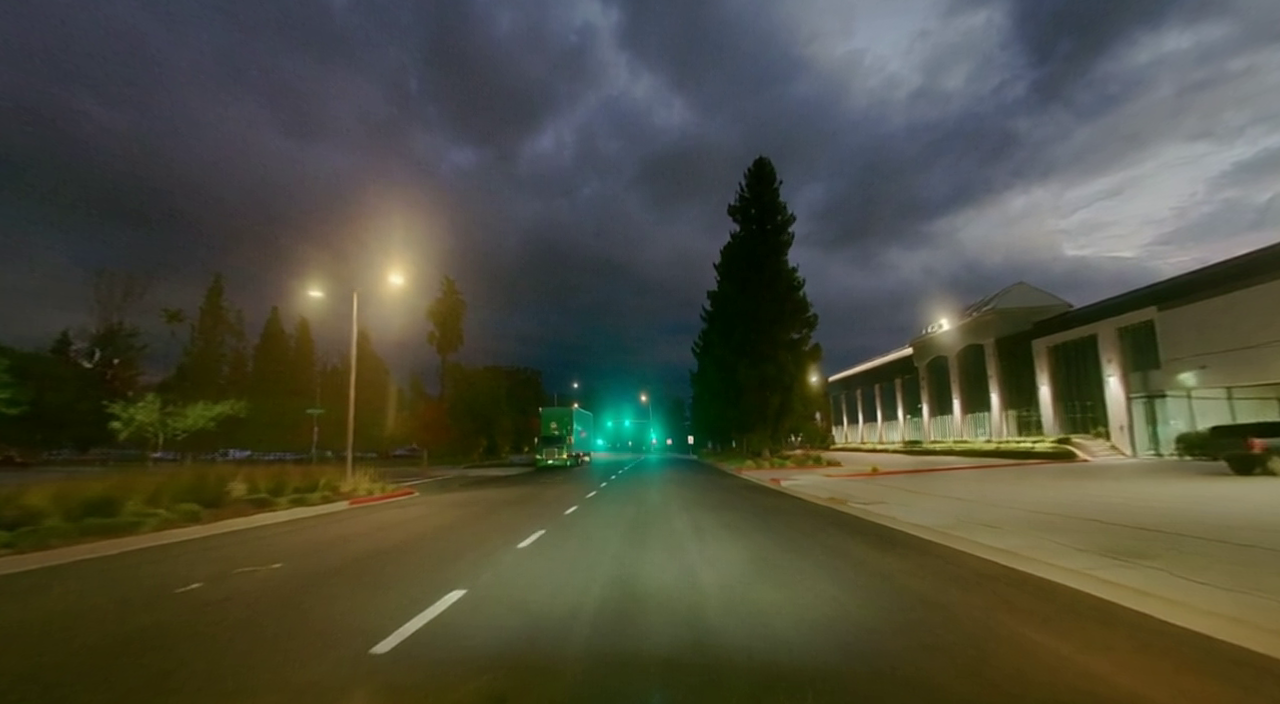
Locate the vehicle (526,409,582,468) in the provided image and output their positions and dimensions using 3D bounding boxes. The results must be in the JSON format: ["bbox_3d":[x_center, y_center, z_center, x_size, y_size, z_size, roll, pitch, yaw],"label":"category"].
[{"bbox_3d":[-6.336,6.604,47.847,3.053,4.058,8.110,0,-9,0],"label":"vehicle"}]
